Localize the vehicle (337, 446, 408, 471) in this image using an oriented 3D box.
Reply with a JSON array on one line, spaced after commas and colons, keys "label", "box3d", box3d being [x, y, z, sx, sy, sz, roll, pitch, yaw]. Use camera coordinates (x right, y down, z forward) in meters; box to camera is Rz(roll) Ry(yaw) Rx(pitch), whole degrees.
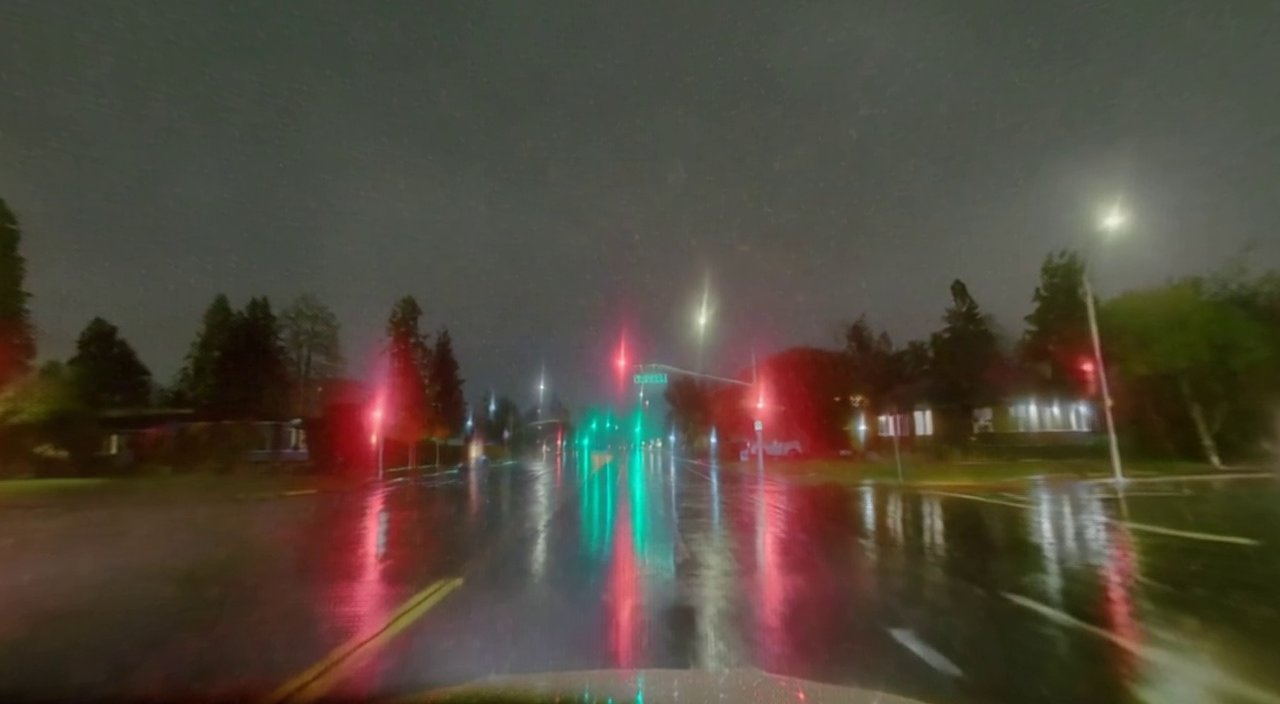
[{"label": "vehicle", "box3d": [-18.807, 7.463, 44.518, 4.115, 1.699, 1.848, 0, -8, -1]}]
